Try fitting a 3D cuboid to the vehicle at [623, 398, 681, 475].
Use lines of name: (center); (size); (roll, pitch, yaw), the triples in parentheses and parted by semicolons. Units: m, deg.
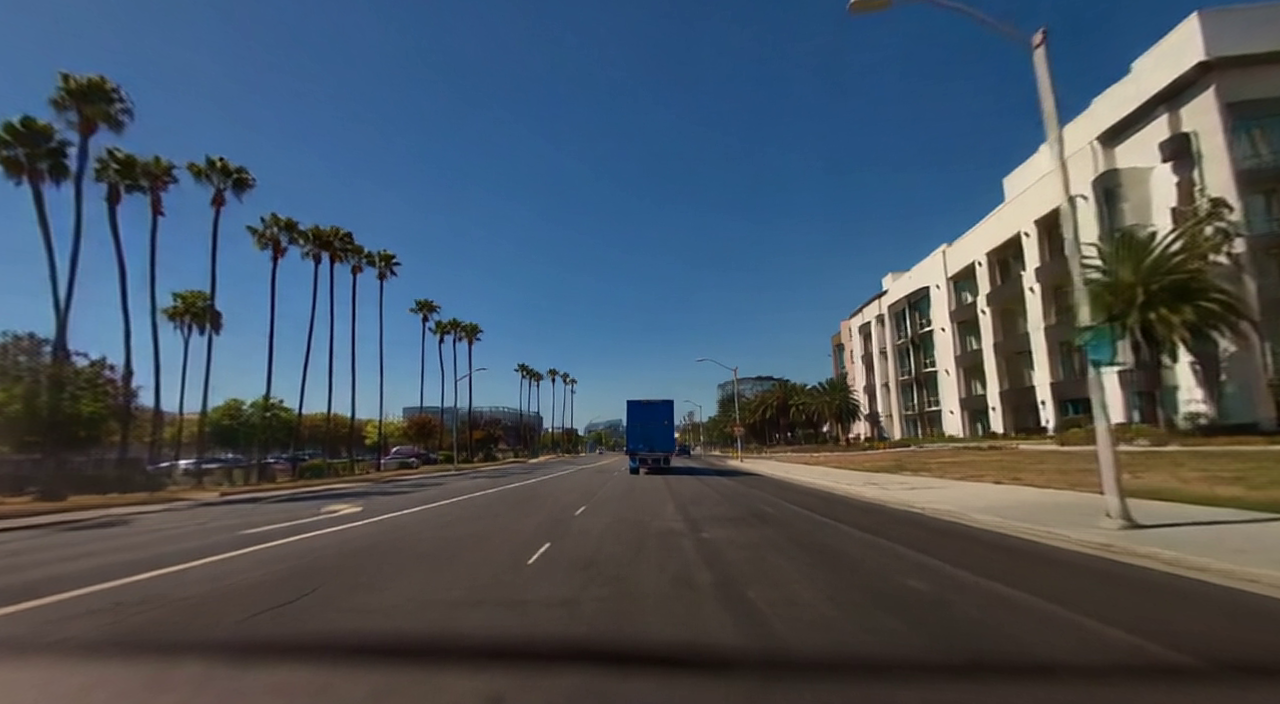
vehicle: (0.483, 5.259, 38.472); (2.992, 3.949, 11.815); (0, -9, -1)
